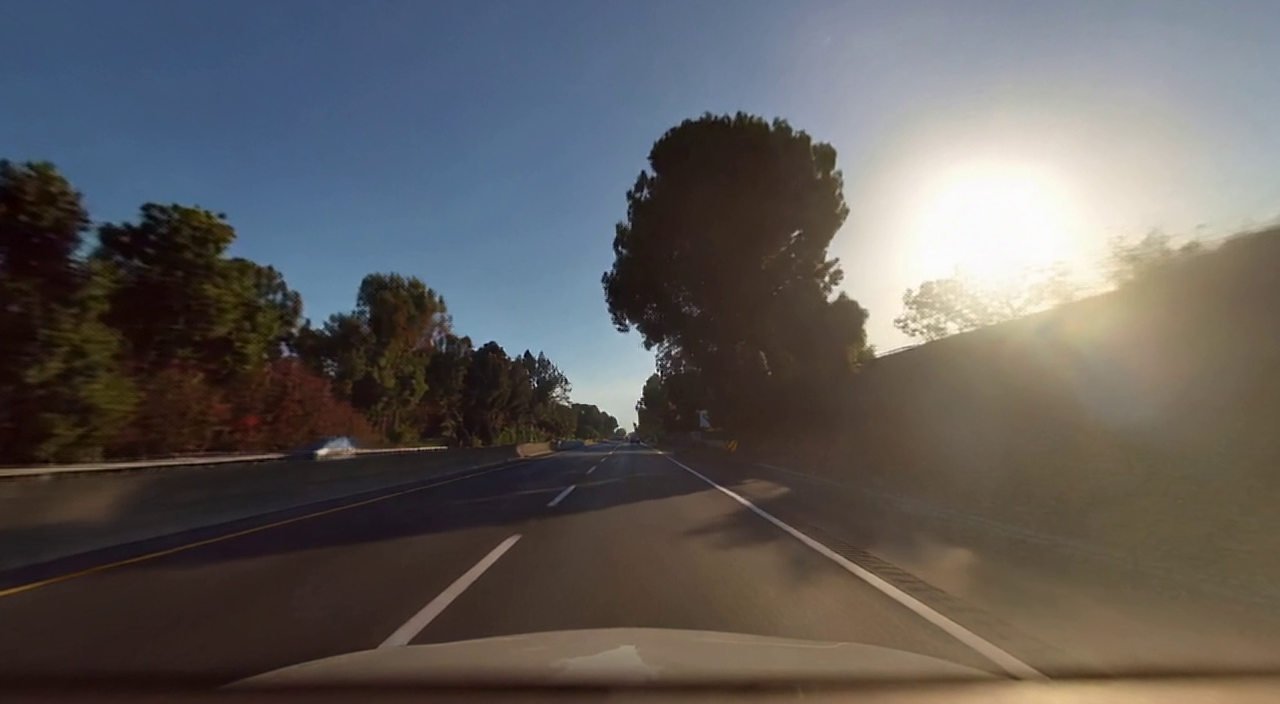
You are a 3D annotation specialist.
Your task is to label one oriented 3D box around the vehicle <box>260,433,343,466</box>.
[{"bbox_3d":[-16.971,4.898,31.842,1.911,1.540,4.149,0,-8,-1],"label":"vehicle"}]
